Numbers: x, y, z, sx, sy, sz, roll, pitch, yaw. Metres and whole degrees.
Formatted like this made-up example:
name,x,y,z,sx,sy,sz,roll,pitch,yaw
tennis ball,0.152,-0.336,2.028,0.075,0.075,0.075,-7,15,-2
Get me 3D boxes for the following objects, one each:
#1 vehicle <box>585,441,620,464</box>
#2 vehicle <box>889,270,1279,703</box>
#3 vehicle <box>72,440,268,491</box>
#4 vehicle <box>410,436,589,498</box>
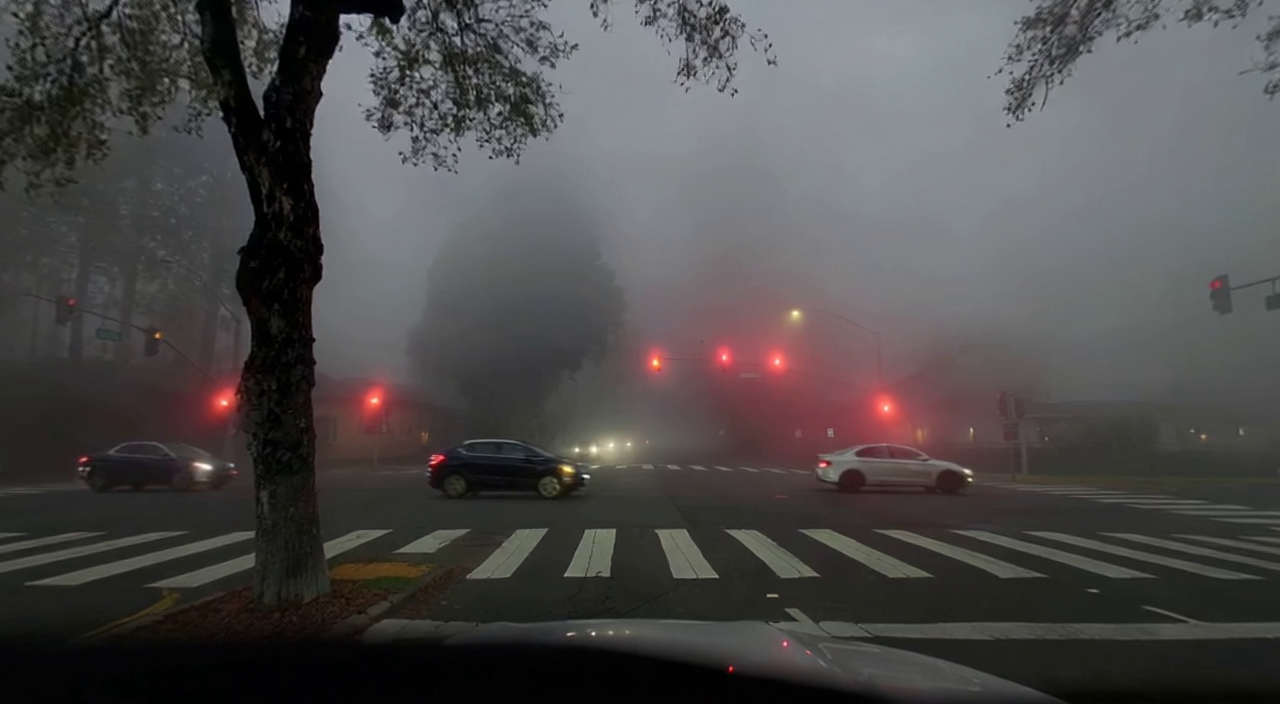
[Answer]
name,x,y,z,sx,sy,sz,roll,pitch,yaw
vehicle,-2.429,6.710,42.265,2.046,1.491,4.118,0,-9,1
vehicle,2.706,0.711,1.727,2.085,1.800,4.908,0,-9,1
vehicle,-14.609,3.531,19.868,4.537,1.501,1.950,0,-9,-1
vehicle,-3.575,3.015,16.716,4.290,1.518,1.888,0,-8,-1
